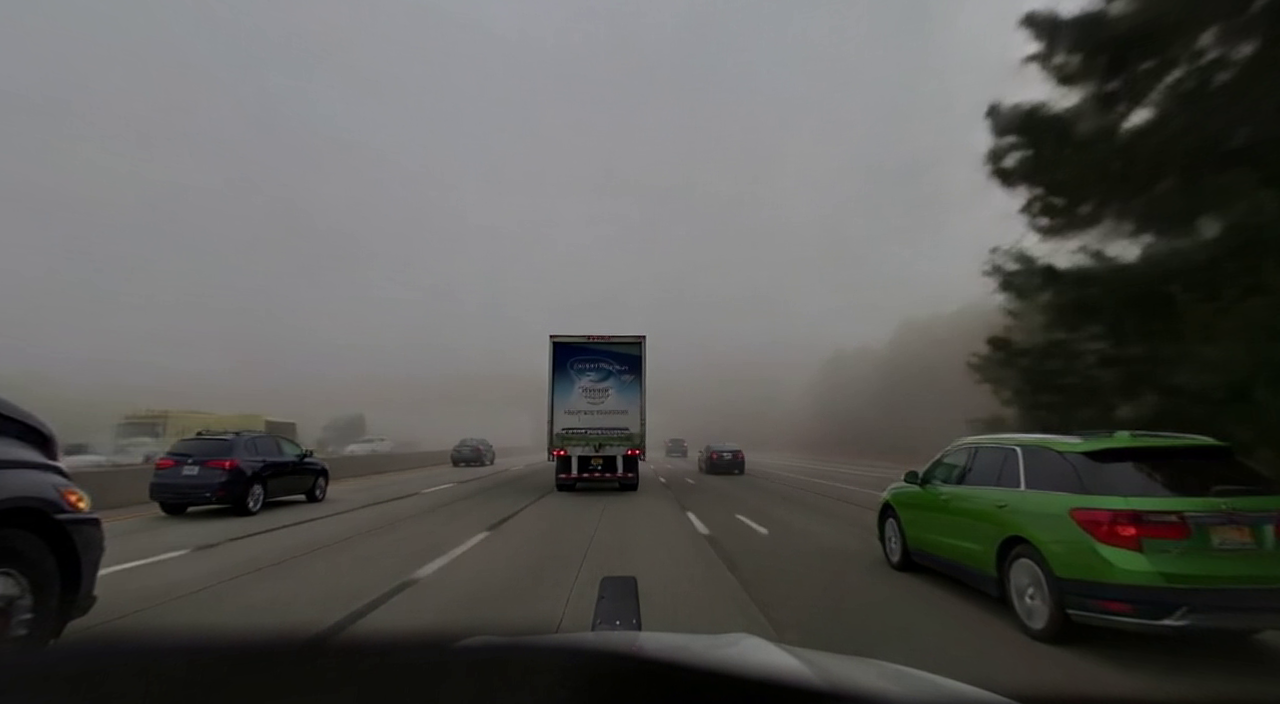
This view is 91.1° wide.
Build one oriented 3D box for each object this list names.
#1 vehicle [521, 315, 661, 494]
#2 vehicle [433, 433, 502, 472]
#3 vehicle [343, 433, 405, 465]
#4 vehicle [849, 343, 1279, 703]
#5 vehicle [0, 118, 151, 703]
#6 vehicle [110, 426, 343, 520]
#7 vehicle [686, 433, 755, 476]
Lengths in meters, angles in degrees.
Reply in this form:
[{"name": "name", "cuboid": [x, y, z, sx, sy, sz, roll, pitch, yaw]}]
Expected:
[{"name": "vehicle", "cuboid": [-1.391, 1.749, 18.316, 2.911, 3.787, 9.905, 0, -8, -4]}, {"name": "vehicle", "cuboid": [-8.138, 4.776, 30.130, 2.057, 1.698, 4.550, 0, -8, 0]}, {"name": "vehicle", "cuboid": [-20.396, 7.466, 48.564, 2.264, 2.303, 5.765, 0, -8, -1]}, {"name": "vehicle", "cuboid": [3.511, 1.079, 4.850, 2.118, 1.647, 4.400, 0, -8, -2]}, {"name": "vehicle", "cuboid": [-3.836, 0.092, 0.348, 2.660, 2.637, 5.634, 0, -8, -2]}, {"name": "vehicle", "cuboid": [-8.391, 2.450, 13.411, 2.048, 1.652, 4.421, 0, -8, -2]}, {"name": "vehicle", "cuboid": [3.087, 4.036, 25.099, 2.003, 1.519, 4.580, 0, -8, -2]}]
